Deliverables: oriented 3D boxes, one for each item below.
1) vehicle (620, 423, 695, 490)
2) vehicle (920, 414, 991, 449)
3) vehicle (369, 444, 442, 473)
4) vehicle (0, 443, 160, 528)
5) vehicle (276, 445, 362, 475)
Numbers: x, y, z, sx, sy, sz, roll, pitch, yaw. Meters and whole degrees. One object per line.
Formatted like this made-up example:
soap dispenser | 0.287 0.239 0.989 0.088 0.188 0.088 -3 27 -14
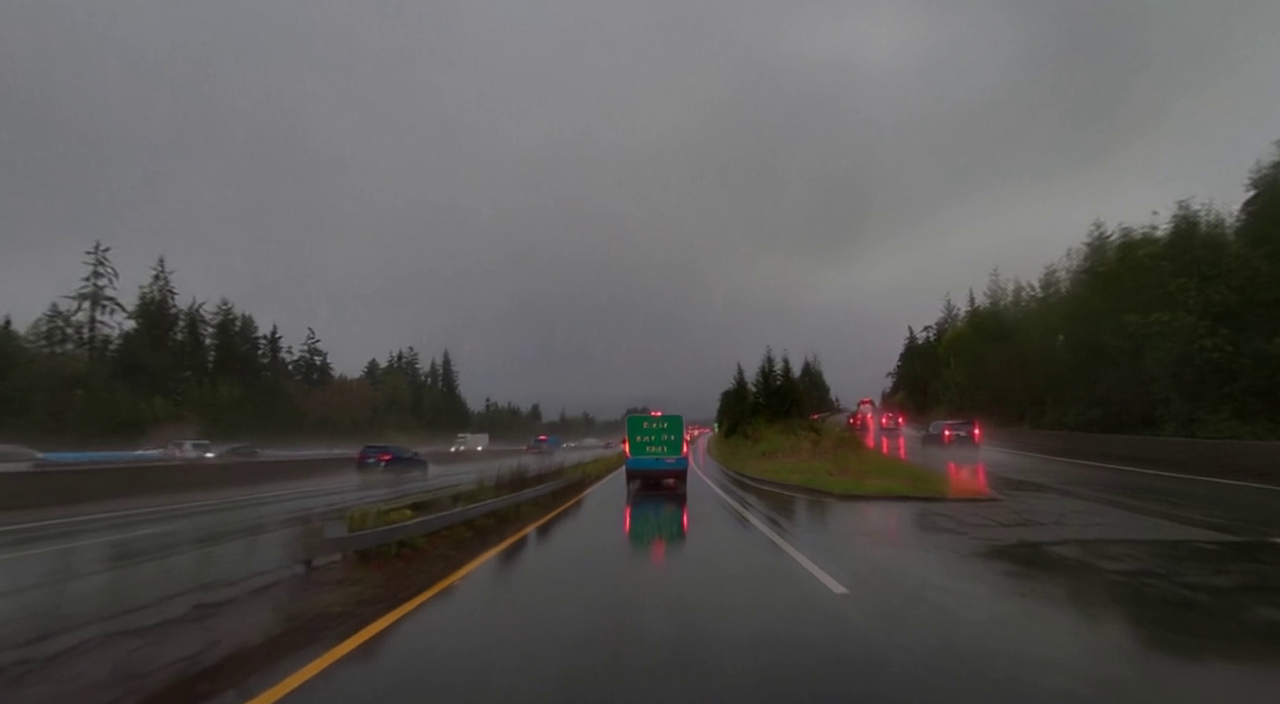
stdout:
vehicle | 0.497 3.203 19.701 2.043 1.821 4.558 -1 -8 1
vehicle | 16.429 4.224 33.107 2.098 1.654 4.637 -2 -8 11
vehicle | -12.505 5.683 33.975 1.918 1.451 4.668 -1 -8 4
vehicle | -12.791 2.674 12.995 1.958 1.545 4.588 -1 -8 4
vehicle | -16.700 5.605 33.102 1.825 1.437 4.692 -1 -8 3
